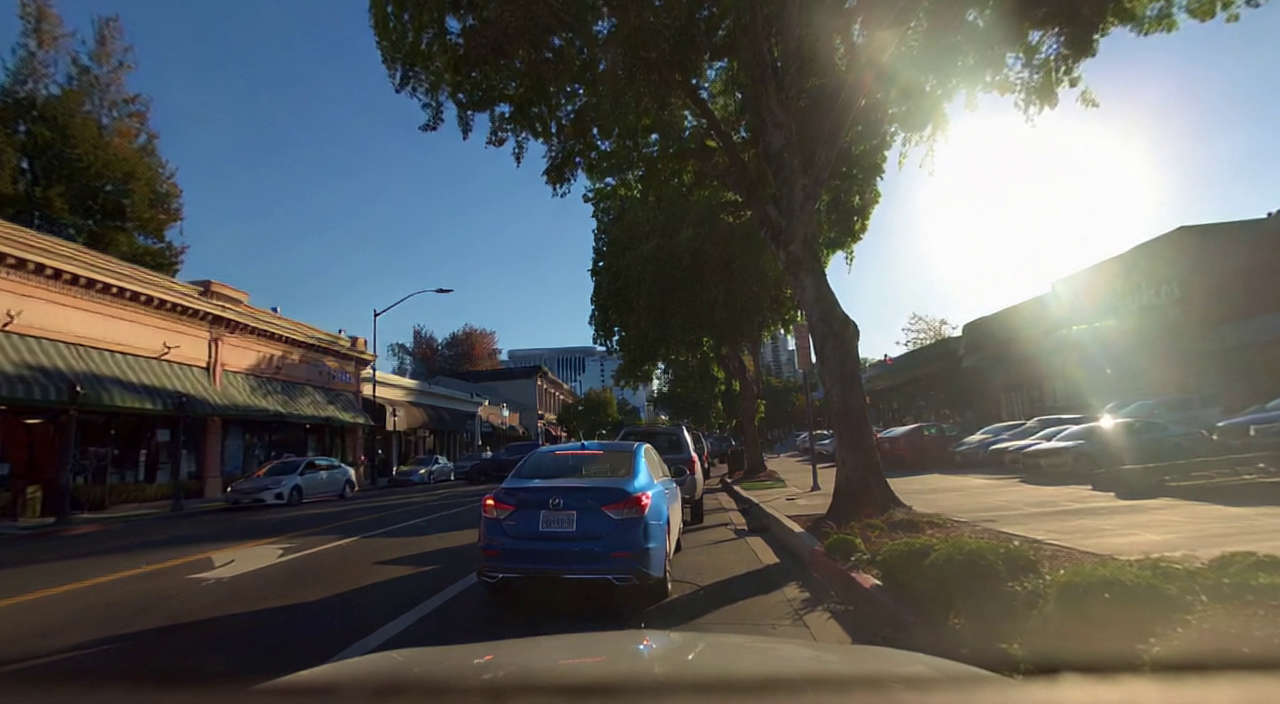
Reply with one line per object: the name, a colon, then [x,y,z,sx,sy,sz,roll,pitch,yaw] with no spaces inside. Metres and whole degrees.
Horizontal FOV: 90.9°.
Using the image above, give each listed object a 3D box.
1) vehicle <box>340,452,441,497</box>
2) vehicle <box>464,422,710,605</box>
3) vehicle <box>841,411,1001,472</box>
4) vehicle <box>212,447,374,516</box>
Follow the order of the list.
vehicle: [-10.261,5.032,26.280,1.826,1.432,4.556,-7,-9,8]
vehicle: [-0.264,1.632,7.300,1.939,1.478,3.922,-1,-8,9]
vehicle: [9.011,2.829,20.220,4.558,1.528,1.915,-1,-8,-23]
vehicle: [-11.009,4.068,20.589,2.081,1.718,5.342,-6,-9,3]
